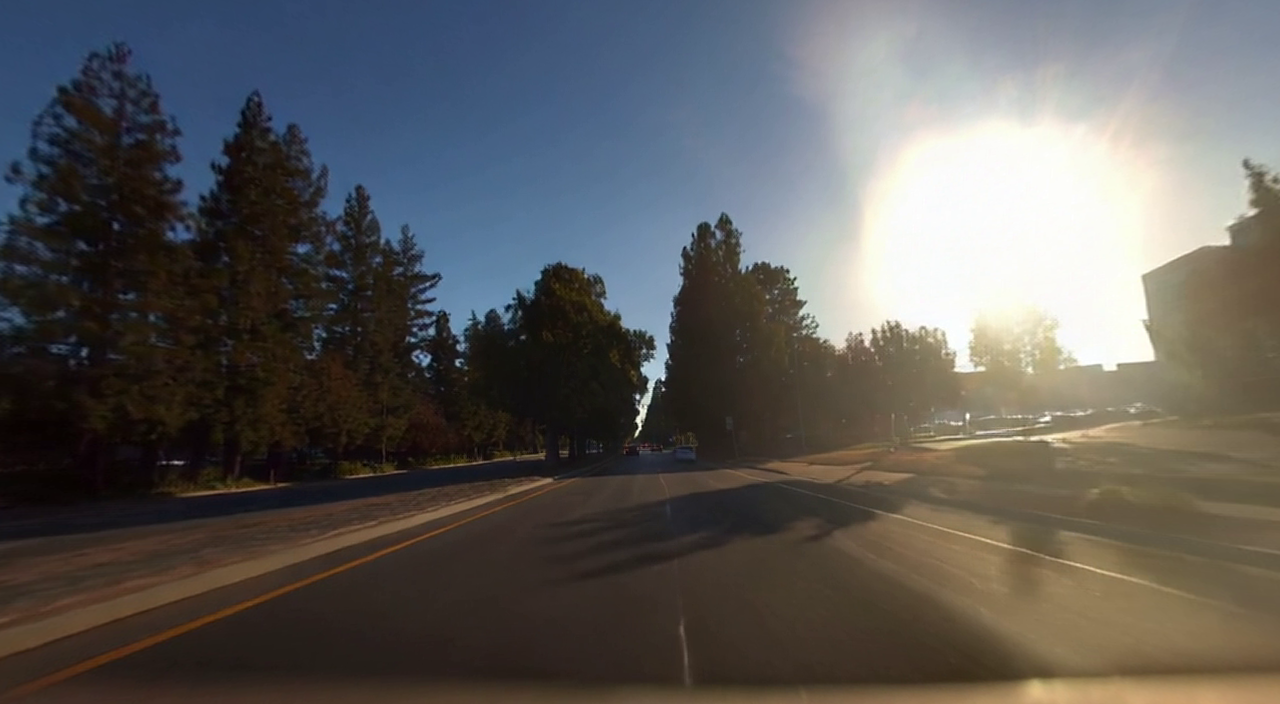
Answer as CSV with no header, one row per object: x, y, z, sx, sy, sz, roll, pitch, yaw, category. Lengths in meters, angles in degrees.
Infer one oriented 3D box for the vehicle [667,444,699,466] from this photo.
3.036,7.448,45.664,1.925,1.488,4.271,0,-8,-1,vehicle
